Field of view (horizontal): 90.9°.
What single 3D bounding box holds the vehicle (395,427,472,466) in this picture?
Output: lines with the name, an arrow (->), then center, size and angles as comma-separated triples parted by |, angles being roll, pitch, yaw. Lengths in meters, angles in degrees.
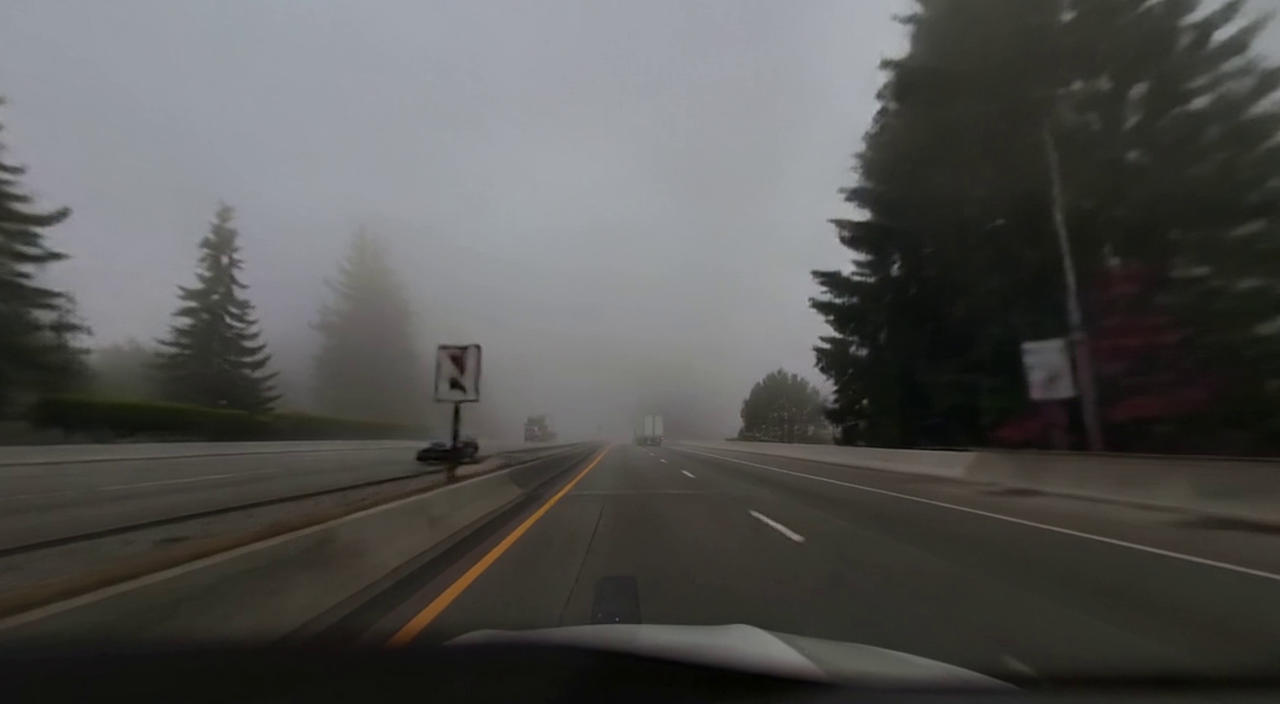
vehicle -> -8.266, 3.802, 25.624 | 1.896, 1.449, 3.844 | 0, -8, -2
